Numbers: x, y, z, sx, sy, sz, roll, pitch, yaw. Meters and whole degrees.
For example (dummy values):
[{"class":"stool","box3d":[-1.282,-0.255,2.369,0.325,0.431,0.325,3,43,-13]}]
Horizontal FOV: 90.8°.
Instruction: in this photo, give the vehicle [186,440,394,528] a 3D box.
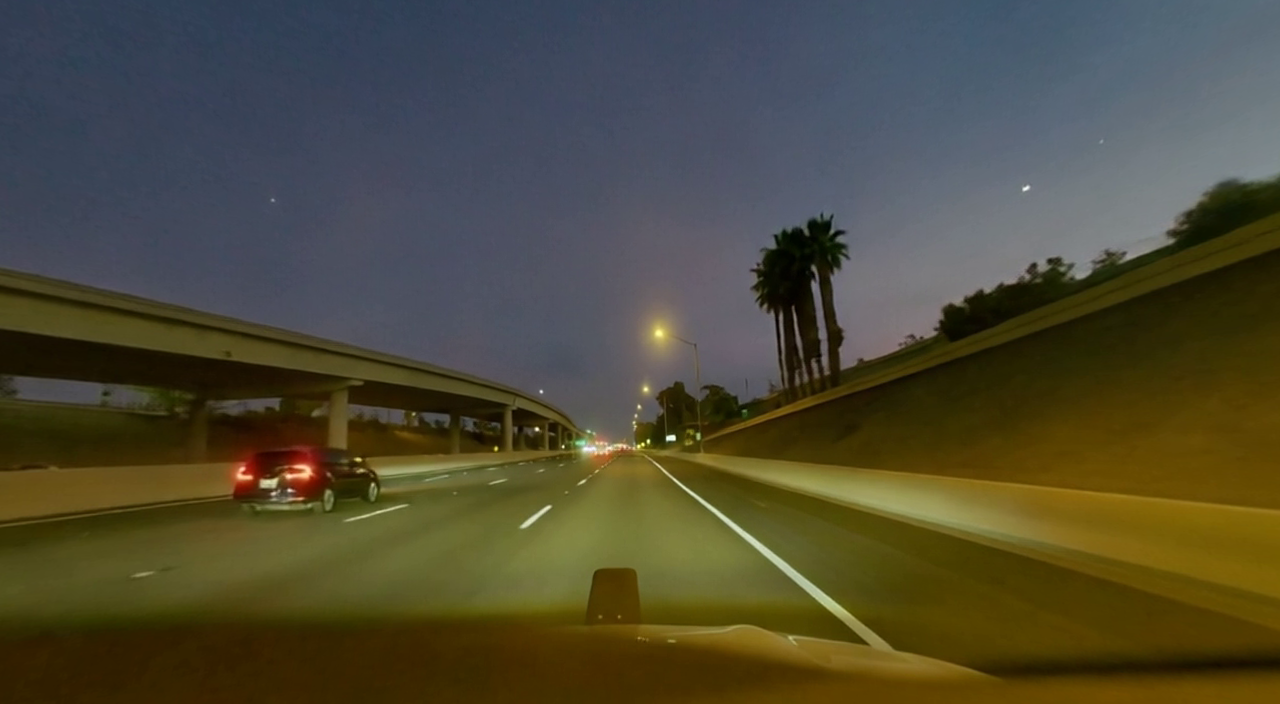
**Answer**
[{"class":"vehicle","box3d":[-6.985,2.640,13.262,1.914,1.503,4.268,0,-8,0]}]
